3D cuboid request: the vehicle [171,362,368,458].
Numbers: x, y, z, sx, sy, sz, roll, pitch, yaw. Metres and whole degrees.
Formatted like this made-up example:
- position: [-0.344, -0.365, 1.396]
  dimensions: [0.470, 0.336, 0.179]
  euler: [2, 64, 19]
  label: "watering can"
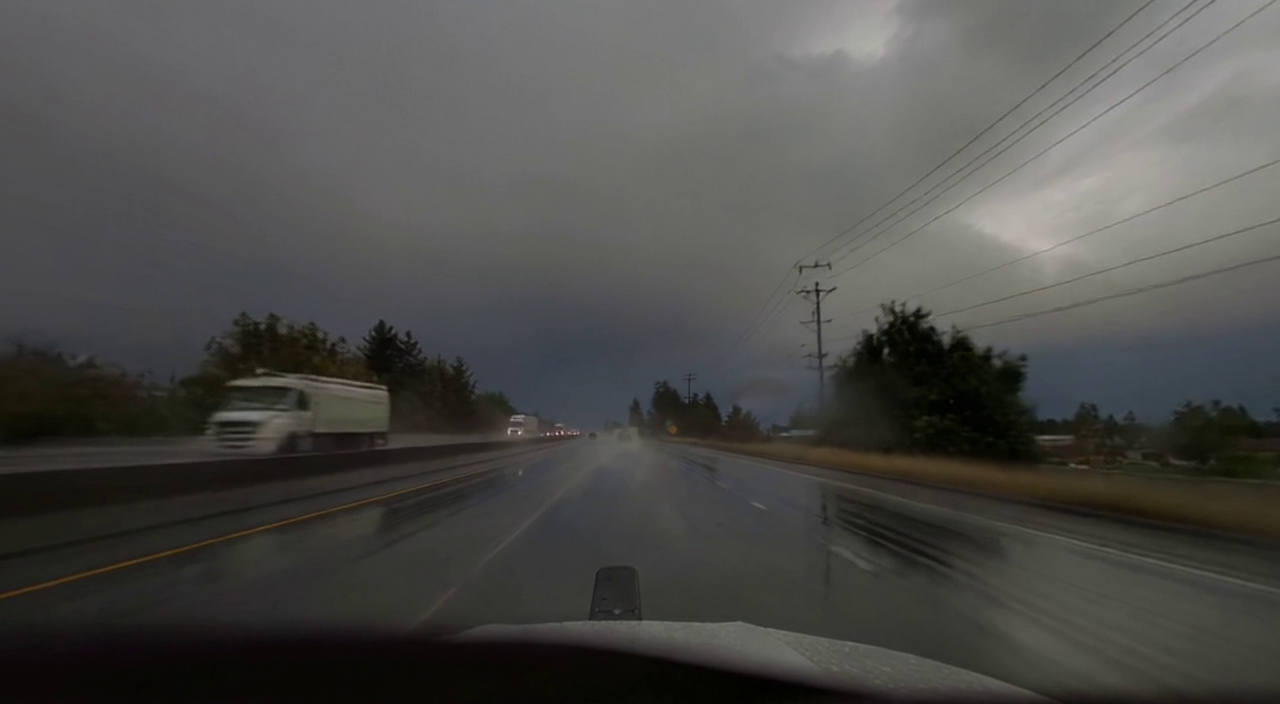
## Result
- position: [-12.834, 2.241, 22.818]
  dimensions: [2.850, 2.925, 7.109]
  euler: [0, -8, -1]
  label: "vehicle"
